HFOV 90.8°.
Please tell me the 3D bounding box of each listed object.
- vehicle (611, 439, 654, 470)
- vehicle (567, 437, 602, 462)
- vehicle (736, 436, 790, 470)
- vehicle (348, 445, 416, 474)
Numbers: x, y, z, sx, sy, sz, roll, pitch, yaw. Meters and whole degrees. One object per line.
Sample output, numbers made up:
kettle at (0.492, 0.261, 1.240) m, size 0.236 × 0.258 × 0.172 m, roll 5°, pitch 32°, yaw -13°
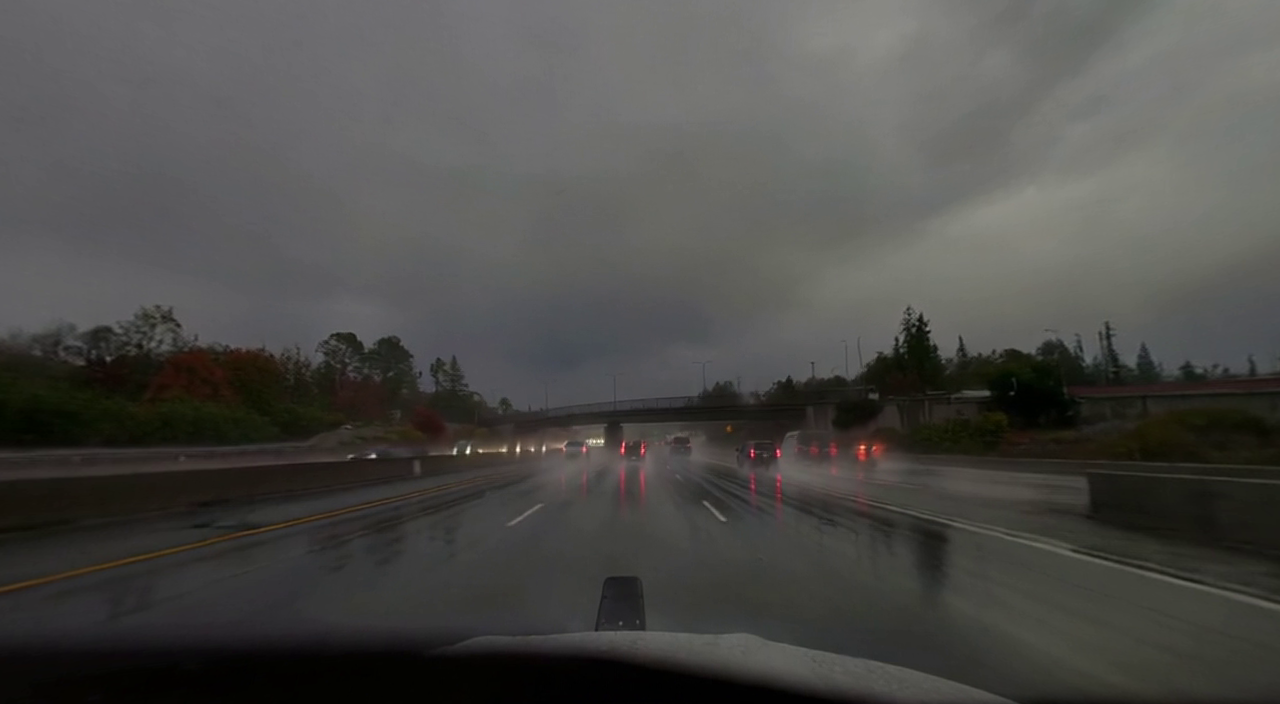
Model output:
vehicle at (-0.358, 5.247, 32.455) m, size 2.075 × 1.486 × 4.007 m, roll 0°, pitch -8°, yaw 0°
vehicle at (-4.019, 7.137, 46.285) m, size 2.113 × 1.756 × 4.471 m, roll 0°, pitch -8°, yaw 1°
vehicle at (6.307, 5.239, 32.855) m, size 1.936 × 1.625 × 3.991 m, roll 0°, pitch -8°, yaw -1°
vehicle at (-14.041, 5.838, 34.631) m, size 1.832 × 1.464 × 4.390 m, roll 0°, pitch -9°, yaw 0°
